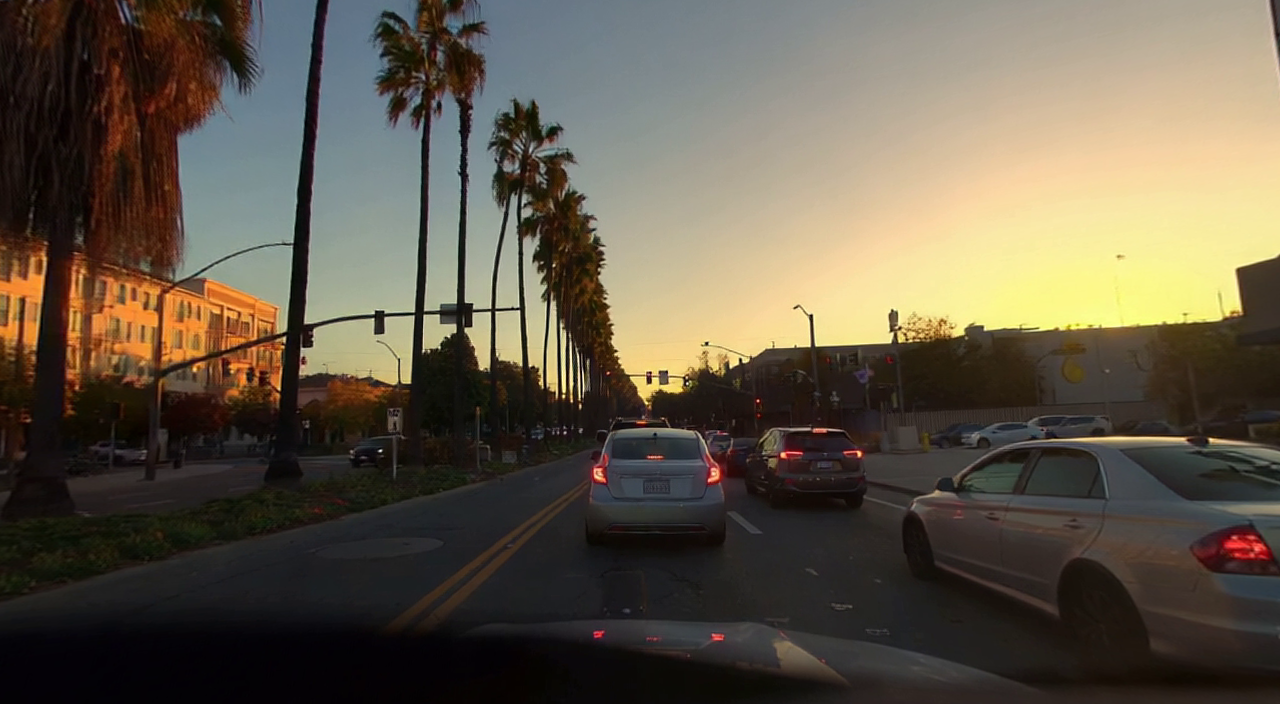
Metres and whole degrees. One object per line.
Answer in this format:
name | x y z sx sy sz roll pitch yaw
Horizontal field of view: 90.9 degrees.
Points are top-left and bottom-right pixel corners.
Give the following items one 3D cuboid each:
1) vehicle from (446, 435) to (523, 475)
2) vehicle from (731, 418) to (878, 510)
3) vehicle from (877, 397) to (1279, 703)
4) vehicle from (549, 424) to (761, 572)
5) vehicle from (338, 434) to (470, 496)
vehicle | -6.083 4.092 25.207 1.822 1.456 4.396 0 -8 2
vehicle | 3.477 2.462 14.300 2.169 1.751 4.276 0 -8 0
vehicle | 3.533 1.218 4.474 1.910 1.490 4.661 0 -8 1
vehicle | 0.163 1.782 8.453 2.140 1.474 4.026 0 -8 0
vehicle | -6.281 3.048 17.370 1.900 1.487 4.165 0 -8 2
